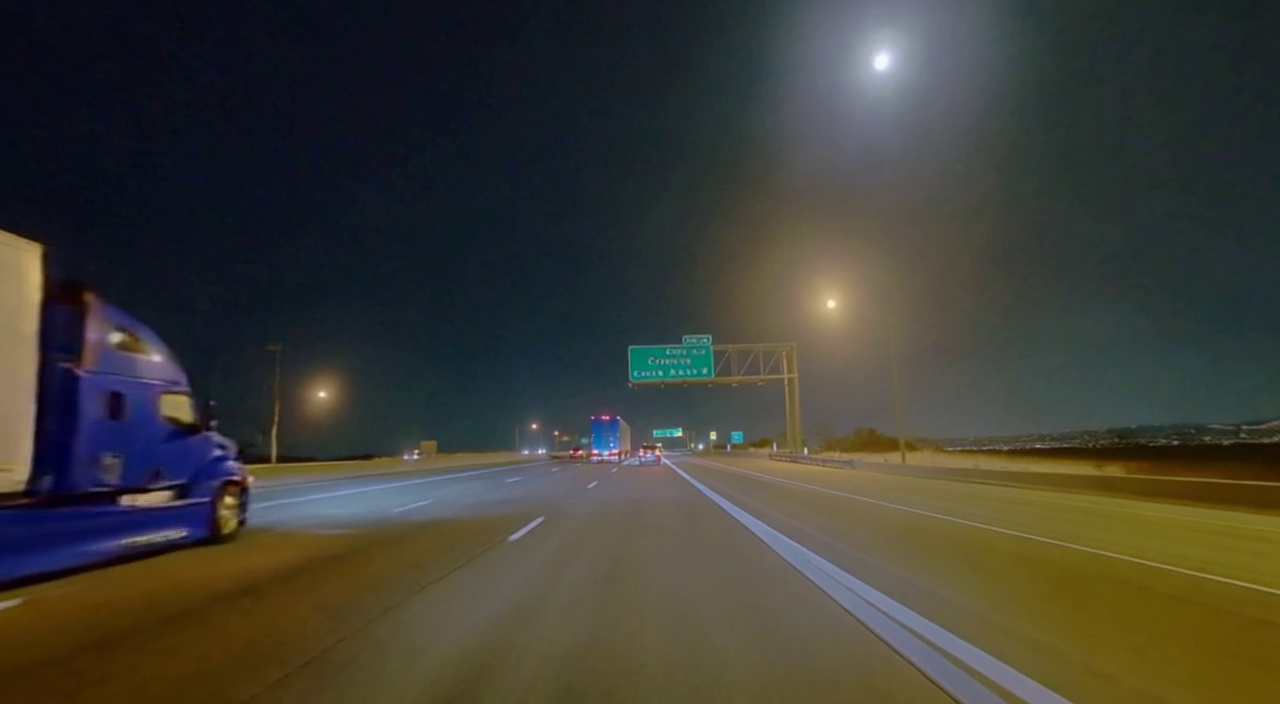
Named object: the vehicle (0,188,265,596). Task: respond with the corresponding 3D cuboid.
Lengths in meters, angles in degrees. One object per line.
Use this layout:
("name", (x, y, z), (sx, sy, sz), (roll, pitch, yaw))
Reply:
("vehicle", (-7.588, 0.127, 4.282), (3.067, 3.804, 11.136), (0, -9, 1))

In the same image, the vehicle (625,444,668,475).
("vehicle", (0.284, 5.593, 32.934), (2.066, 1.469, 4.050), (0, -9, -1))
